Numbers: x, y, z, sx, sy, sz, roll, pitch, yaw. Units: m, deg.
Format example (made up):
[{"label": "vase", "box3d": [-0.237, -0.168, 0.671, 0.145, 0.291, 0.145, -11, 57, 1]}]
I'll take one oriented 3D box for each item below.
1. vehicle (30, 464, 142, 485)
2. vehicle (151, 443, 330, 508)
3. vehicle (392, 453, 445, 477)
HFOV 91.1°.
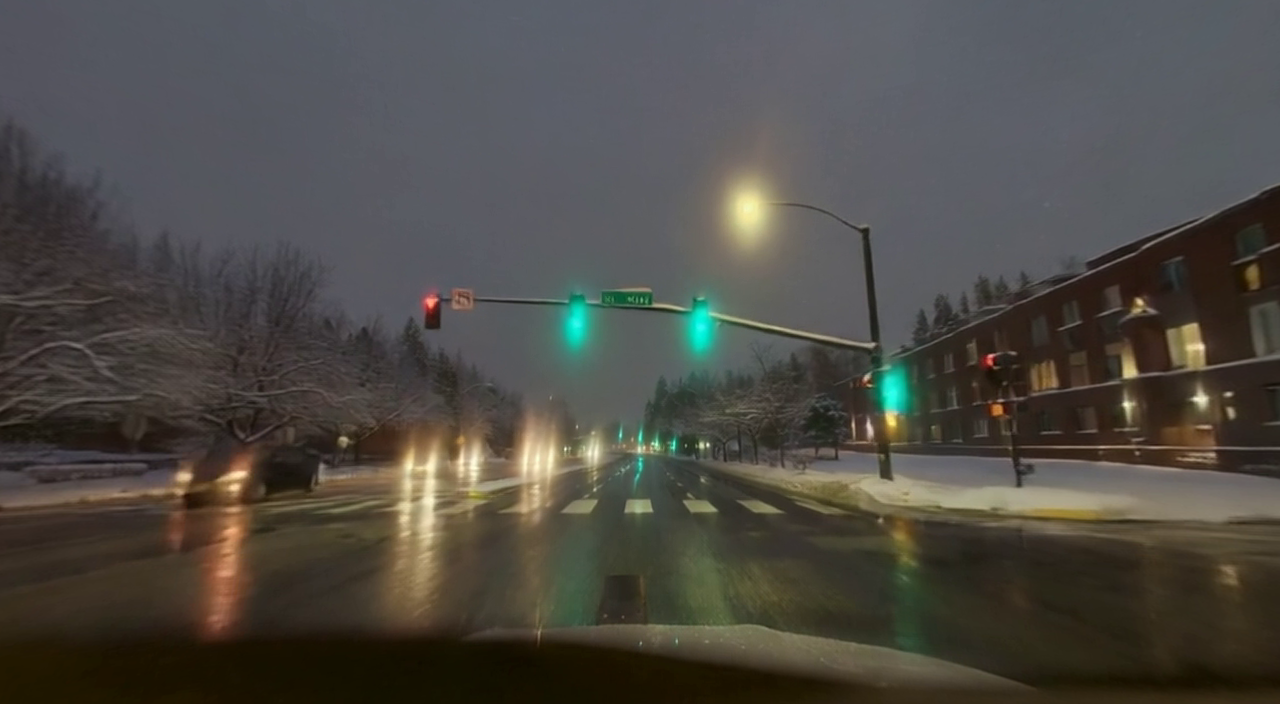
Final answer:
[{"label": "vehicle", "box3d": [-30.624, 6.763, 34.754, 4.611, 1.021, 1.473, 1, -8, -4]}, {"label": "vehicle", "box3d": [-11.631, 3.586, 18.819, 2.069, 1.673, 4.853, 0, -9, 1]}, {"label": "vehicle", "box3d": [-14.968, 7.657, 42.694, 1.920, 1.499, 4.378, 0, -9, 1]}]
